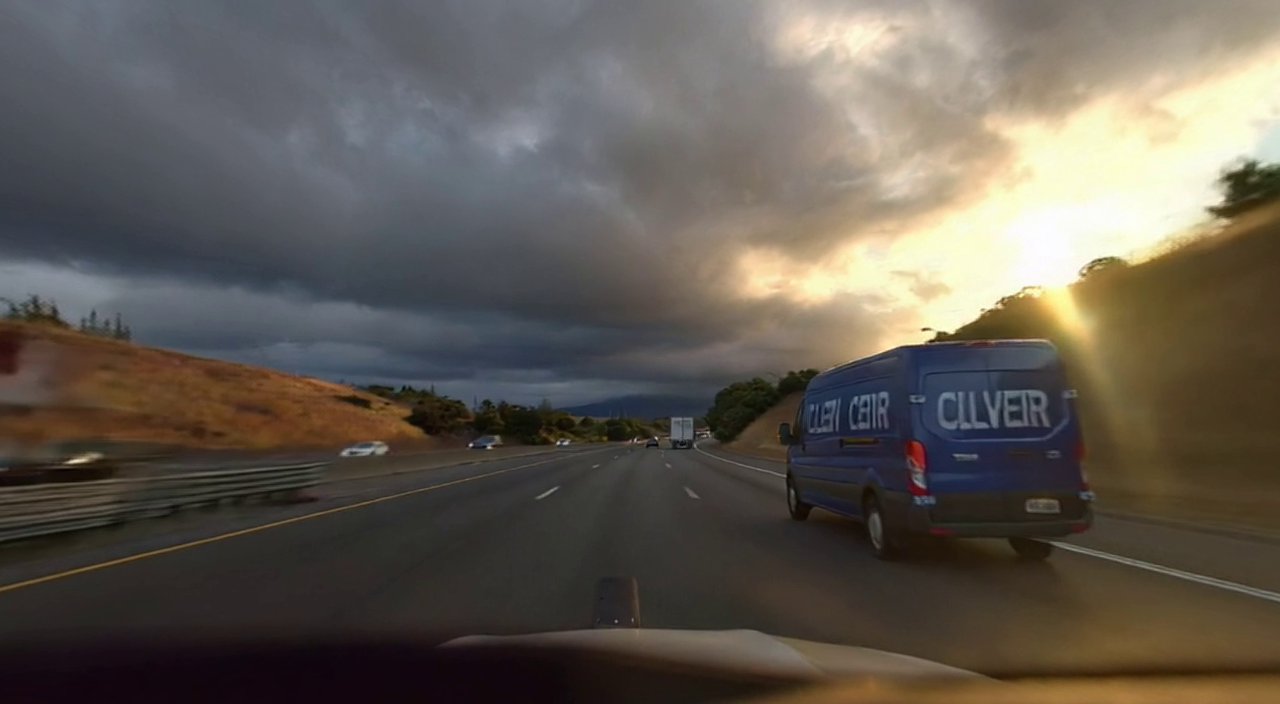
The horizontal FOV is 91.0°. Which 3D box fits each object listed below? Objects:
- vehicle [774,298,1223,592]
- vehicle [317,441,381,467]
[{"bbox_3d":[3.727,1.173,8.339,2.485,2.562,5.535,0,-8,-2],"label":"vehicle"},{"bbox_3d":[-18.330,6.425,39.914,1.910,1.510,4.516,-1,-8,0],"label":"vehicle"}]
